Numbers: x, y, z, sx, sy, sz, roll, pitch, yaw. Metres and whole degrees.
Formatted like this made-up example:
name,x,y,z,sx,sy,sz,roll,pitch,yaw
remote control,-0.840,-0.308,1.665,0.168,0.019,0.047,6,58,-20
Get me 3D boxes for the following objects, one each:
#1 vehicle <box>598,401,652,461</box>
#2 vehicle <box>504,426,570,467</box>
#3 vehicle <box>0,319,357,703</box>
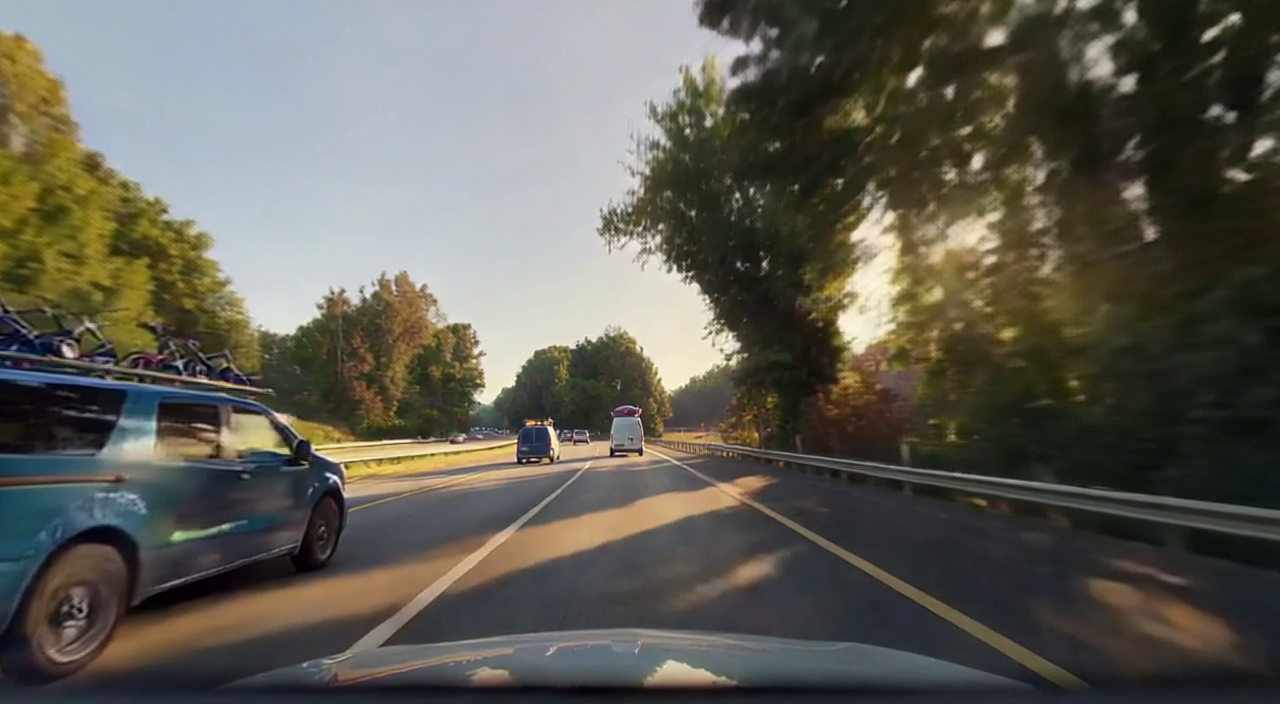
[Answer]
name,x,y,z,sx,sy,sz,roll,pitch,yaw
vehicle,-0.860,4.313,34.122,2.647,2.896,6.480,0,-8,-2
vehicle,-4.333,4.058,27.236,2.110,1.636,4.453,0,-8,-1
vehicle,-3.696,0.881,3.570,2.069,1.751,4.720,0,-8,-1
